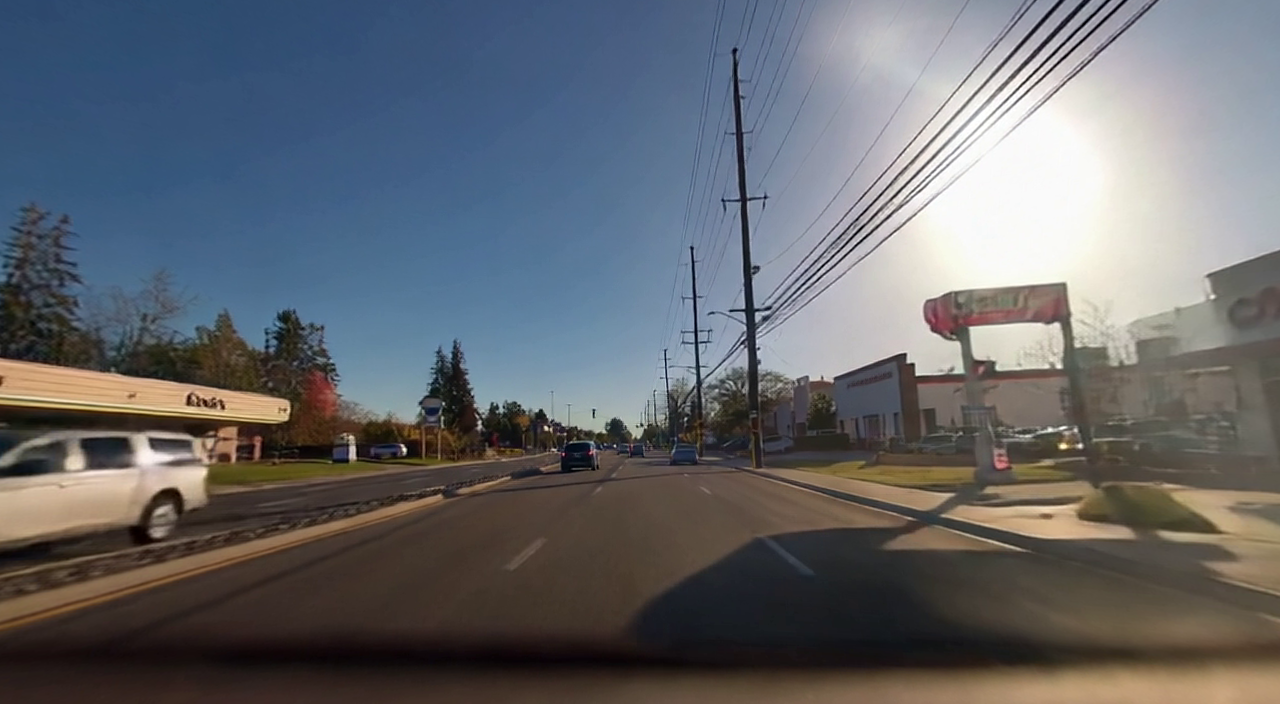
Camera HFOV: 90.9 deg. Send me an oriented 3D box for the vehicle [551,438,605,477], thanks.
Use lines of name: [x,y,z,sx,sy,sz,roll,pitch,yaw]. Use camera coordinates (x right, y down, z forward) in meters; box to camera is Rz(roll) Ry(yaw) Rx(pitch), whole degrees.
vehicle: [-2.795,4.873,29.222,2.047,1.664,4.148,0,-9,0]

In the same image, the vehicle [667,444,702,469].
vehicle: [2.659,6.406,38.721,1.978,1.455,4.195,0,-9,2]

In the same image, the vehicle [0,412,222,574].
vehicle: [-8.078,1.729,8.043,2.009,1.773,4.925,0,-9,1]
